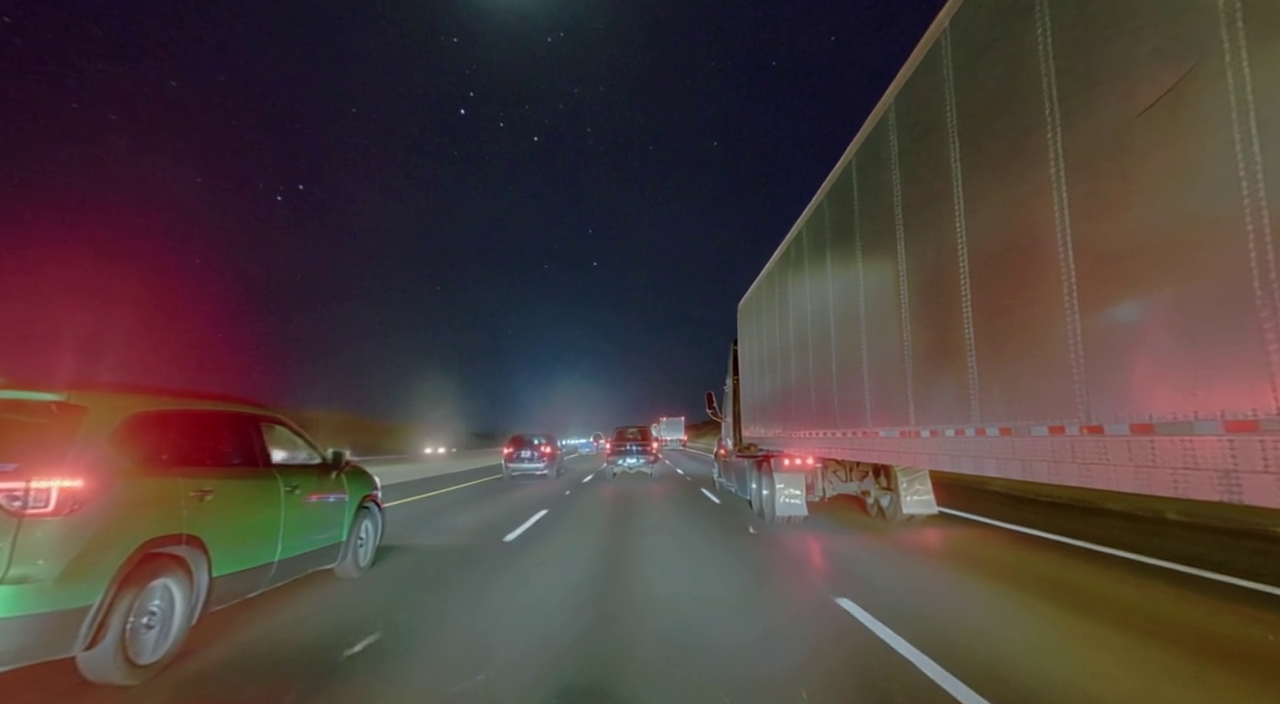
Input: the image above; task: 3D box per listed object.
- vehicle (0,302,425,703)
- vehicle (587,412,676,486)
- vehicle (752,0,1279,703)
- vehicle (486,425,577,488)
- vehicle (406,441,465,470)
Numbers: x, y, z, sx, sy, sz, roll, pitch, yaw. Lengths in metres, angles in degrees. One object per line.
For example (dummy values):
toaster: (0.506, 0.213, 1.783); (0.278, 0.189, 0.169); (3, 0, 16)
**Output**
vehicle: (-3.427, 1.022, 4.241); (2.193, 1.803, 4.958); (0, -8, 0)
vehicle: (-0.281, 3.392, 22.205); (2.704, 2.216, 5.804); (0, -8, 0)
vehicle: (3.592, -0.172, 4.020); (2.852, 4.121, 16.210); (0, -8, 0)
vehicle: (-3.413, 3.407, 20.815); (2.120, 1.812, 4.659); (0, -8, 1)
vehicle: (-11.977, 6.071, 37.196); (1.927, 1.618, 4.545); (0, -8, 1)
